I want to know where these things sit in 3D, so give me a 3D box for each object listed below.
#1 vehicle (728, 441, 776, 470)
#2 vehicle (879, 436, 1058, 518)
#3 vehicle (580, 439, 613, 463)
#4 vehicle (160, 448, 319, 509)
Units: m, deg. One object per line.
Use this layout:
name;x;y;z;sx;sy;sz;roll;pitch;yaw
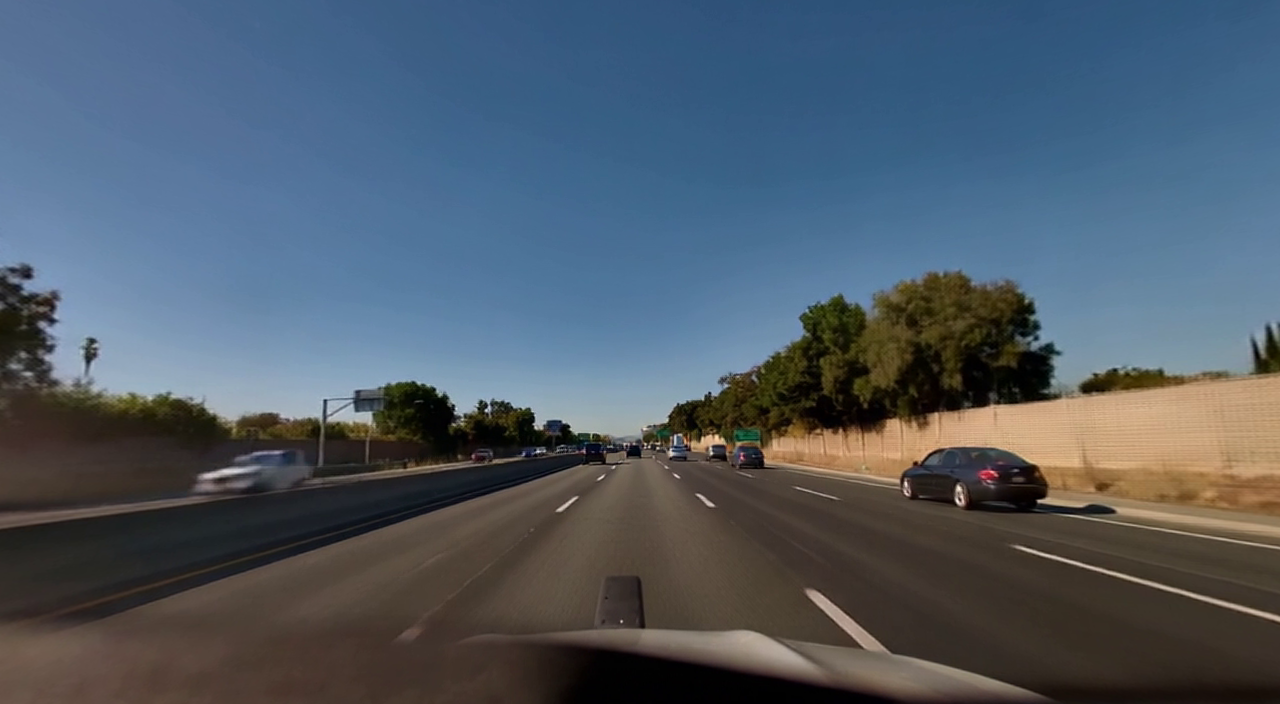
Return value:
vehicle;6.542;6.080;37.399;1.987;1.597;4.463;0;-8;-1
vehicle;6.844;2.605;13.697;1.838;1.518;3.713;0;-8;-1
vehicle;-3.342;7.724;49.437;2.230;1.827;4.406;0;-8;0
vehicle;-11.510;3.618;18.553;1.973;1.536;3.872;0;-8;3
